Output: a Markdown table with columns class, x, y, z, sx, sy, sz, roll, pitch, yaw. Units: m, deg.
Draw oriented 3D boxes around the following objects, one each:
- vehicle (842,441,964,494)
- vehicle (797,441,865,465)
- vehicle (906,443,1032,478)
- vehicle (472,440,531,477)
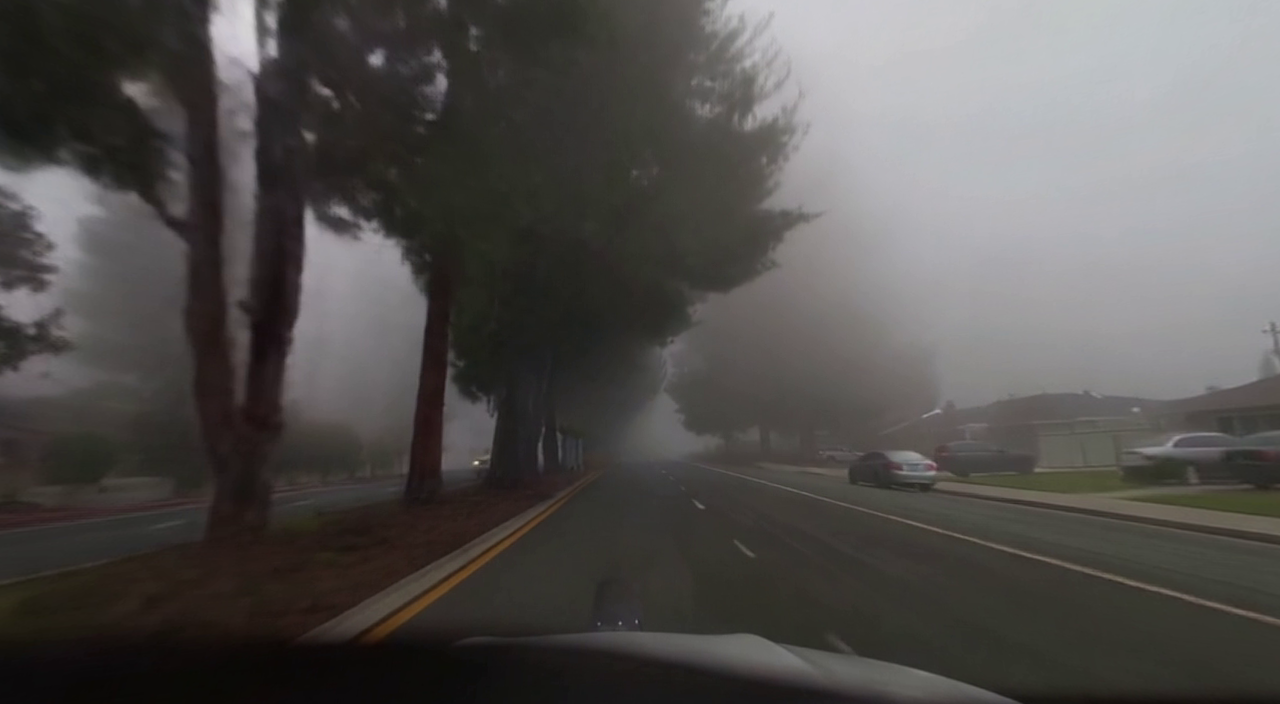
| class | x | y | z | sx | sy | sz | roll | pitch | yaw |
| --- | --- | --- | --- | --- | --- | --- | --- | --- | --- |
| vehicle | 8.352 | 3.693 | 20.511 | 1.940 | 1.516 | 4.319 | 0 | -9 | -3 |
| vehicle | 14.144 | 7.466 | 46.704 | 4.386 | 1.711 | 1.929 | 0 | -9 | -1 |
| vehicle | 15.122 | 4.994 | 29.135 | 4.644 | 1.542 | 2.095 | 0 | -9 | 1 |
| vehicle | -7.420 | 5.730 | 34.163 | 2.019 | 1.819 | 4.897 | 0 | -9 | 1 |
